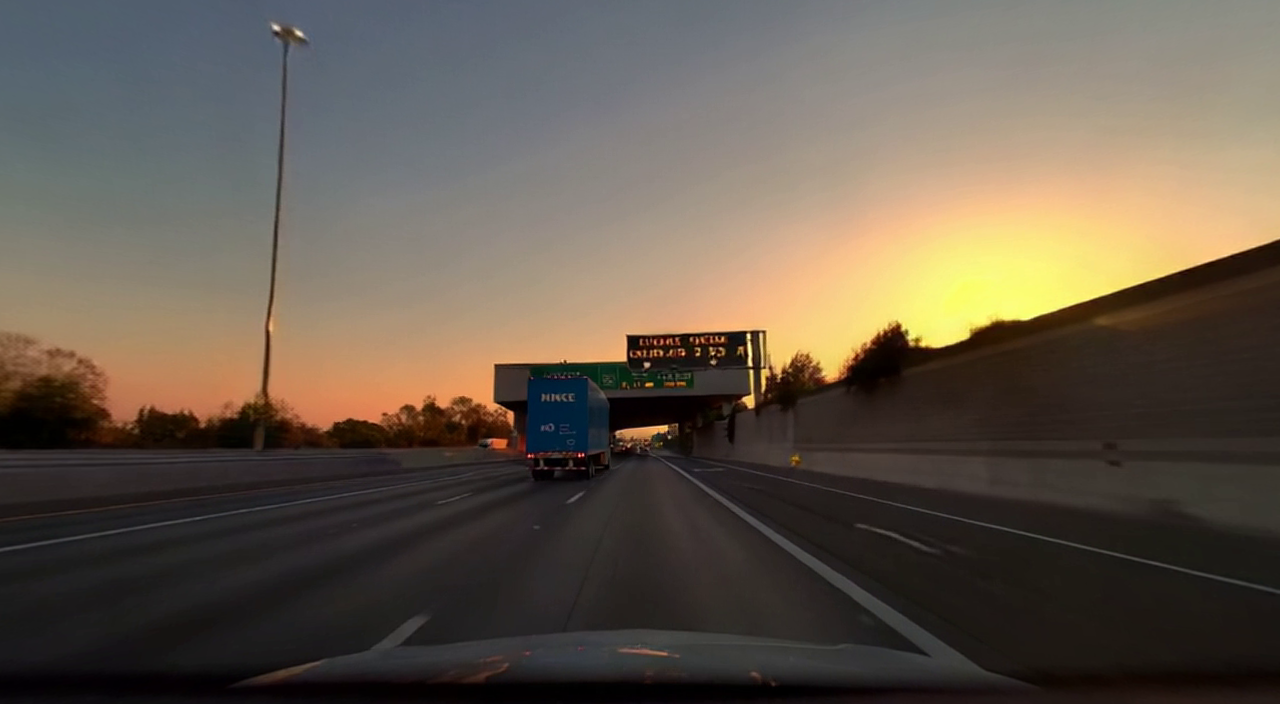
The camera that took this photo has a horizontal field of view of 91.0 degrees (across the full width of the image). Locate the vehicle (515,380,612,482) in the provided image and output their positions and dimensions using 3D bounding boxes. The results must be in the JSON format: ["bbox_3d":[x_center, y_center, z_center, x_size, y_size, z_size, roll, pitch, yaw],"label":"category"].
[{"bbox_3d":[-3.208,3.889,29.949,3.059,3.956,11.036,0,-9,1],"label":"vehicle"}]
